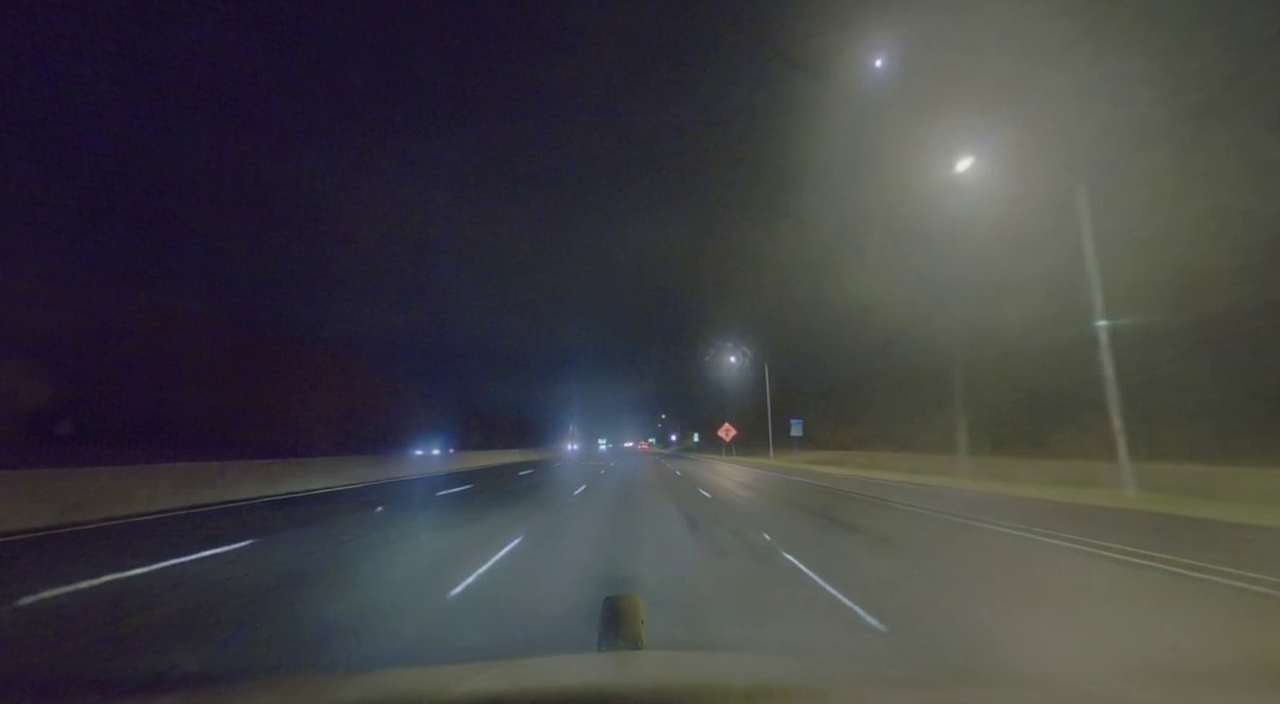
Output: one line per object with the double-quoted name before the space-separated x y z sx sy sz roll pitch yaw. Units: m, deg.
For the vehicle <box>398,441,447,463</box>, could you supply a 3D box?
"vehicle" -16.211 7.494 47.321 2.130 1.507 4.361 0 -9 0
